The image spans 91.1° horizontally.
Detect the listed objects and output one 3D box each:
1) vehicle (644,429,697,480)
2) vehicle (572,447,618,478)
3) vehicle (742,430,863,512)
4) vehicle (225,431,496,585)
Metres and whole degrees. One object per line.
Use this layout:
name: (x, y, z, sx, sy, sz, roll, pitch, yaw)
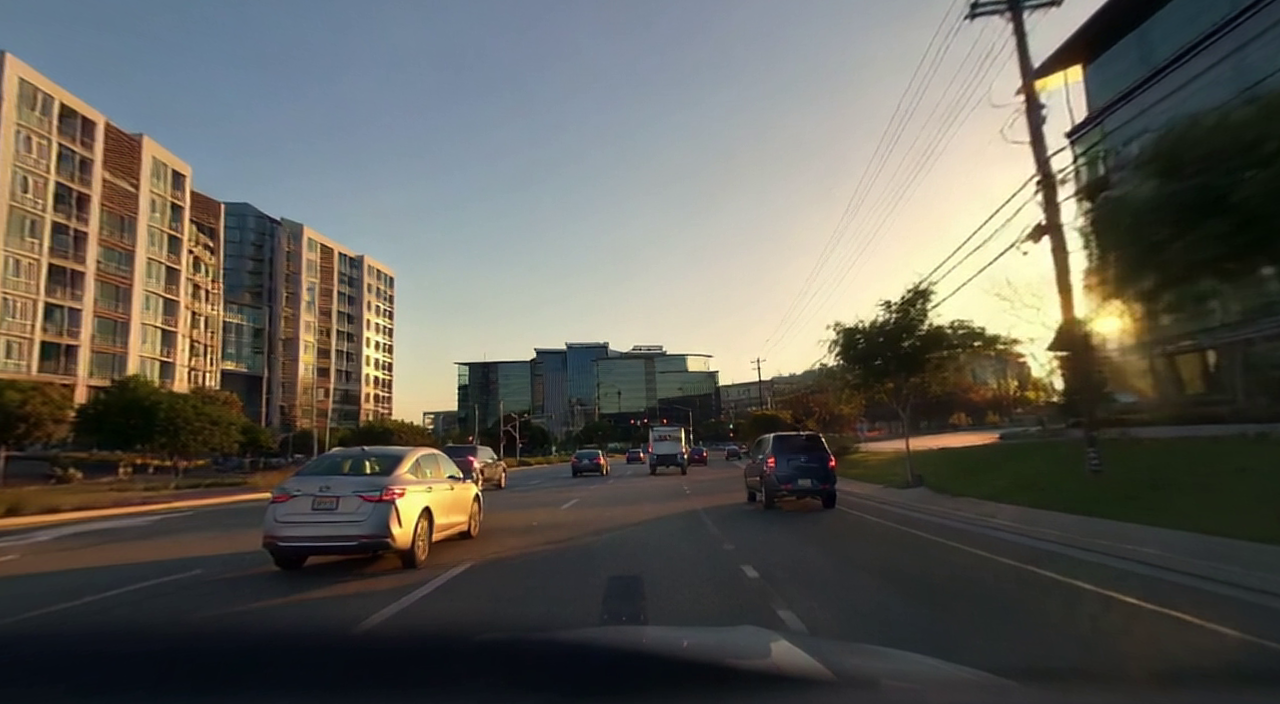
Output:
vehicle: (1.713, 5.353, 32.997, 2.457, 2.440, 5.486, -1, -9, 6)
vehicle: (-2.463, 6.135, 35.166, 1.984, 1.567, 4.311, 0, -9, 4)
vehicle: (4.237, 3.188, 17.263, 2.283, 1.923, 4.427, 0, -9, 2)
vehicle: (-3.465, 1.974, 8.725, 1.934, 1.643, 3.718, 0, -9, 2)
